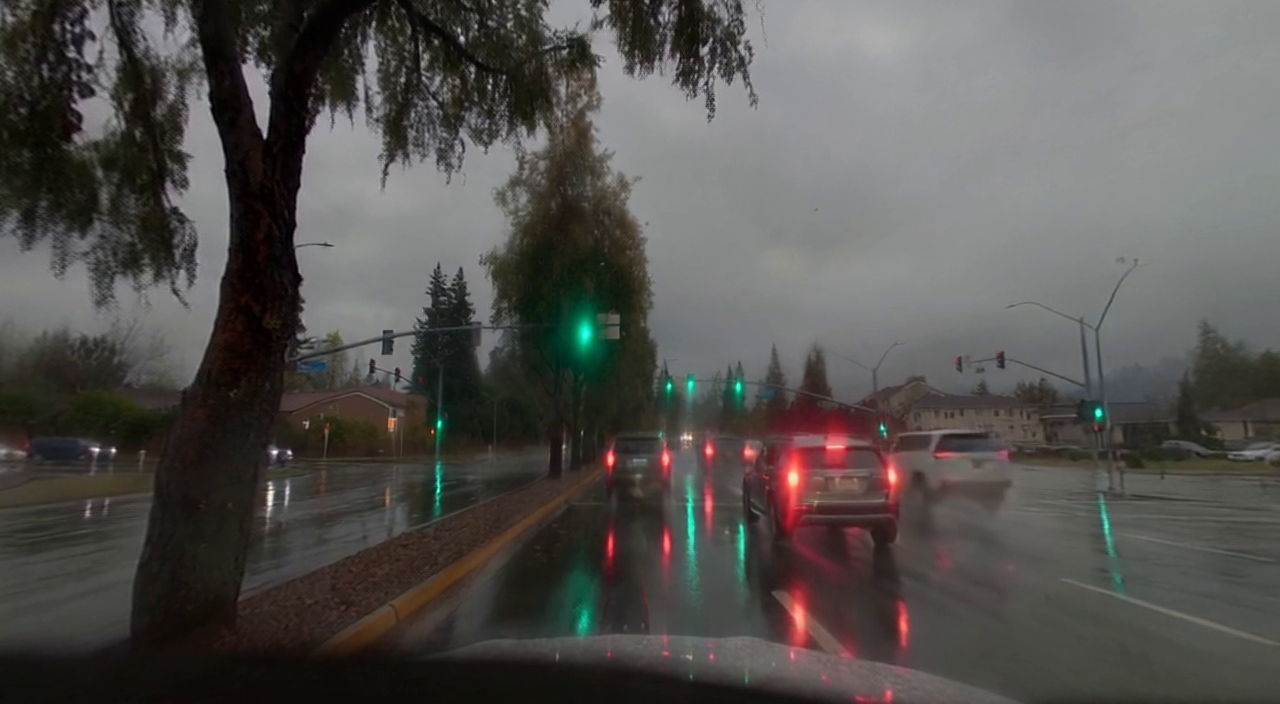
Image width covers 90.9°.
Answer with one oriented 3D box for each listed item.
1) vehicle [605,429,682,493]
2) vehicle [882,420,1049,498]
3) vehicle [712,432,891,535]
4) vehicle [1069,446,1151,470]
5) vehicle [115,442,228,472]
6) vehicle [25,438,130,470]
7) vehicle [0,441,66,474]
[{"bbox_3d":[0.024,3.239,19.087,2.099,1.705,4.020,0,-8,-2],"label":"vehicle"},{"bbox_3d":[9.348,3.124,18.790,2.207,1.990,5.173,0,-8,0],"label":"vehicle"},{"bbox_3d":[2.598,2.241,11.407,2.009,1.480,4.423,0,-8,-1],"label":"vehicle"},{"bbox_3d":[33.067,7.427,44.419,4.215,1.618,1.949,0,-8,-2],"label":"vehicle"},{"bbox_3d":[-26.346,5.921,35.564,4.724,1.630,1.968,0,-8,-3],"label":"vehicle"},{"bbox_3d":[-36.882,6.668,41.432,4.771,1.778,2.032,3,-8,-3],"label":"vehicle"},{"bbox_3d":[-35.037,5.808,34.871,4.465,1.693,1.959,2,-9,-1],"label":"vehicle"}]
